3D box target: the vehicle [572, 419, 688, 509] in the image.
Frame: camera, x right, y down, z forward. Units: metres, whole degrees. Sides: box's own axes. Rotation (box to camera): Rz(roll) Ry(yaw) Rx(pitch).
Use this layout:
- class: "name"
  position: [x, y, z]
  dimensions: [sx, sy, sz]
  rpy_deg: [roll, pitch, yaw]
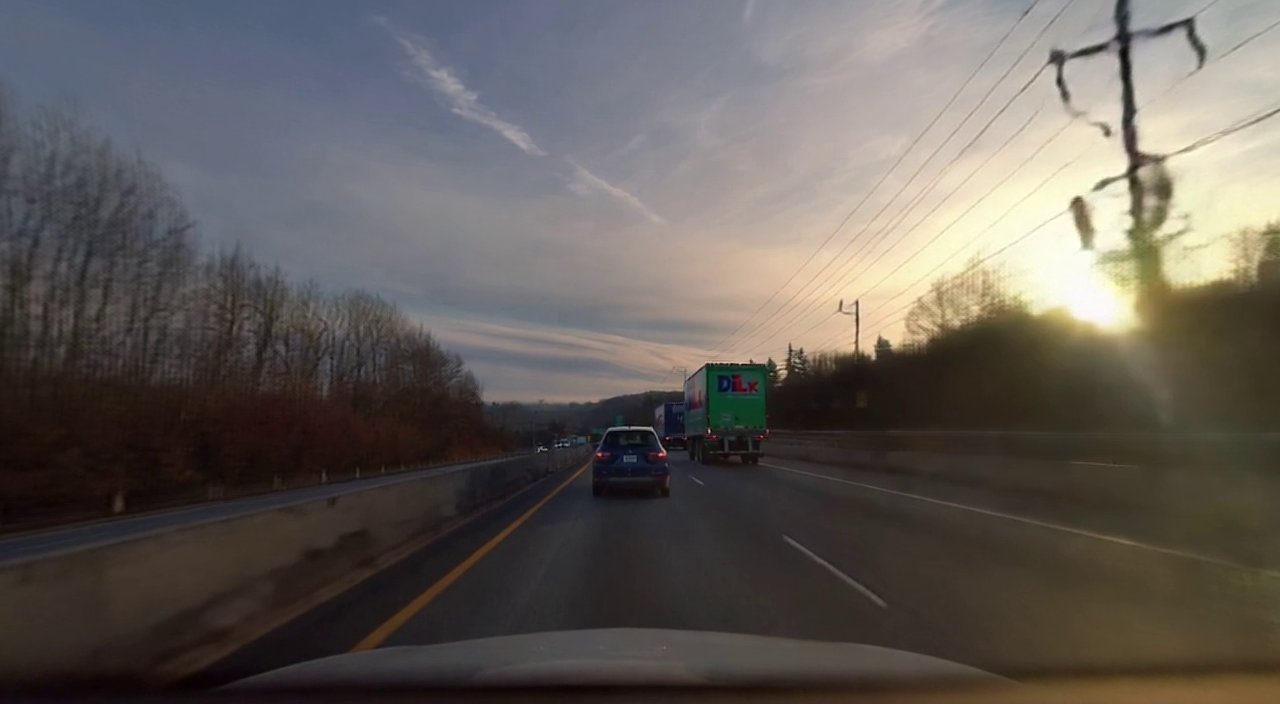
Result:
- class: "vehicle"
  position: [-0.223, 2.244, 13.140]
  dimensions: [2.062, 1.581, 3.914]
  rpy_deg: [0, -8, -1]

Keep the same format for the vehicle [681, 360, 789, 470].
- class: "vehicle"
  position: [3.612, 2.796, 26.591]
  dimensions: [2.835, 3.872, 8.916]
  rpy_deg: [0, -8, -2]
